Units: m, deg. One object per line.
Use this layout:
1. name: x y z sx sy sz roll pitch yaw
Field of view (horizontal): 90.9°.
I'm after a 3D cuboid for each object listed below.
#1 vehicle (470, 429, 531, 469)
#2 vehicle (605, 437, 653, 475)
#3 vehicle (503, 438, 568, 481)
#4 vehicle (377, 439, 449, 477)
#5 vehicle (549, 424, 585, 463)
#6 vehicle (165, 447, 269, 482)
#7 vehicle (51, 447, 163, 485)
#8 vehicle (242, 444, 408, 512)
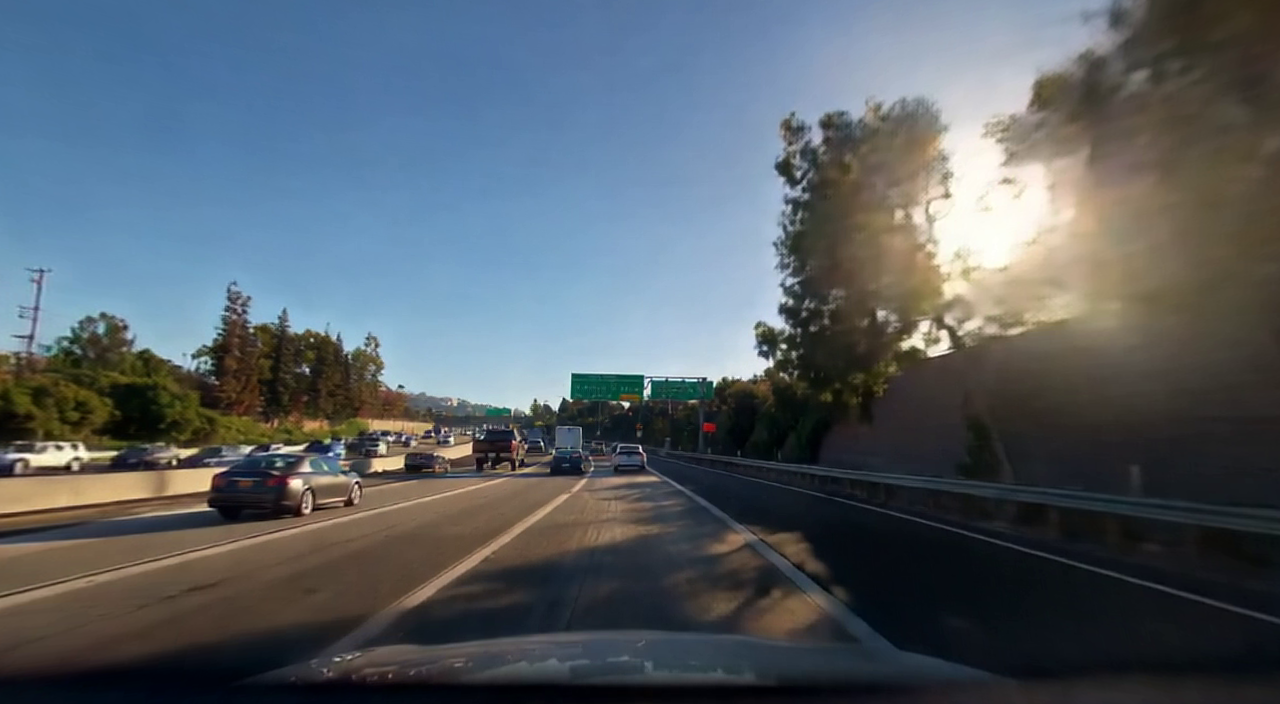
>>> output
1. vehicle: -8.893 6.277 41.005 2.773 2.402 6.232 0 -8 -3
2. vehicle: -0.560 4.863 29.680 2.092 1.671 3.772 0 -8 -2
3. vehicle: -4.201 4.377 26.015 2.005 1.631 4.295 0 -8 -1
4. vehicle: -11.847 5.527 33.332 2.079 1.807 5.187 0 -8 -2
5. vehicle: -5.365 6.831 46.995 2.279 2.672 5.256 0 -8 -2
6. vehicle: -20.047 5.326 30.203 1.951 1.471 4.676 0 -8 -3
7. vehicle: -23.501 5.005 28.000 1.801 1.504 3.654 0 -8 -2
8. vehicle: -7.707 3.080 16.008 1.896 1.465 4.399 0 -8 1
